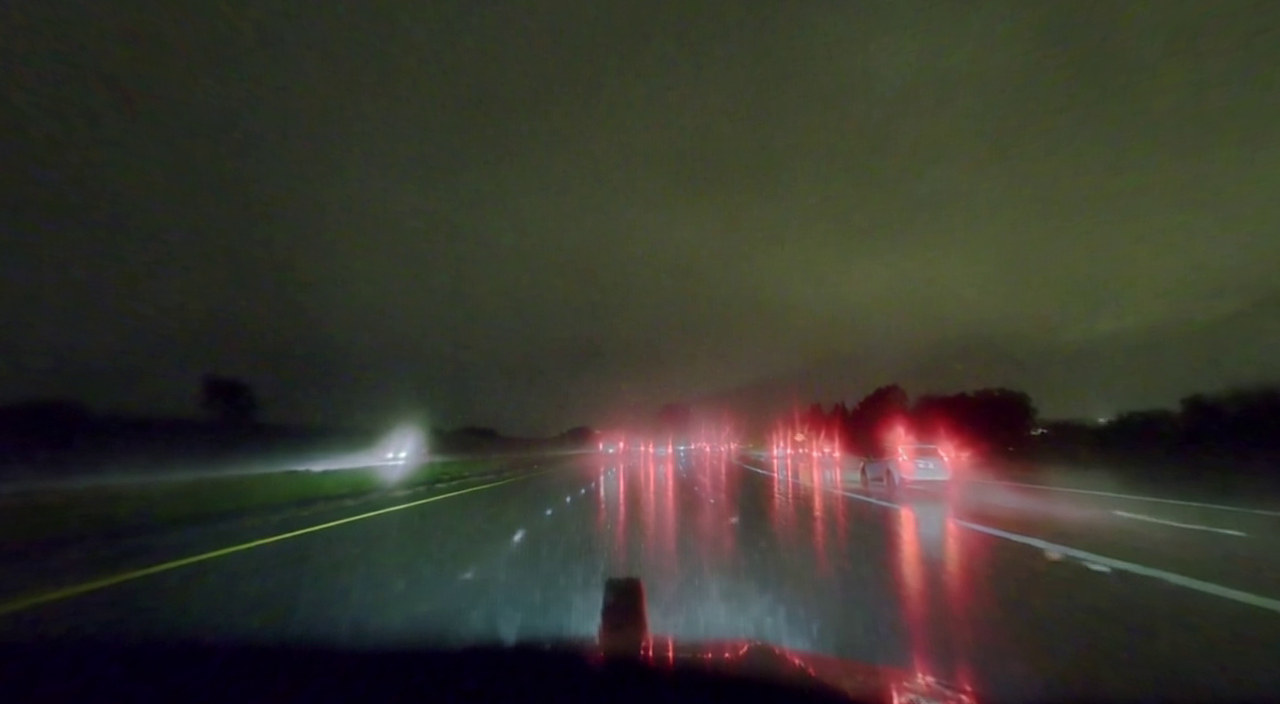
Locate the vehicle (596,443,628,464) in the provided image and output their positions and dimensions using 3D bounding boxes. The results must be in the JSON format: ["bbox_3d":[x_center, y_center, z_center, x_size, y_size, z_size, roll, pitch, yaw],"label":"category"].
[{"bbox_3d":[-2.136,7.857,48.832,2.040,1.553,4.199,-1,-9,3],"label":"vehicle"}]
